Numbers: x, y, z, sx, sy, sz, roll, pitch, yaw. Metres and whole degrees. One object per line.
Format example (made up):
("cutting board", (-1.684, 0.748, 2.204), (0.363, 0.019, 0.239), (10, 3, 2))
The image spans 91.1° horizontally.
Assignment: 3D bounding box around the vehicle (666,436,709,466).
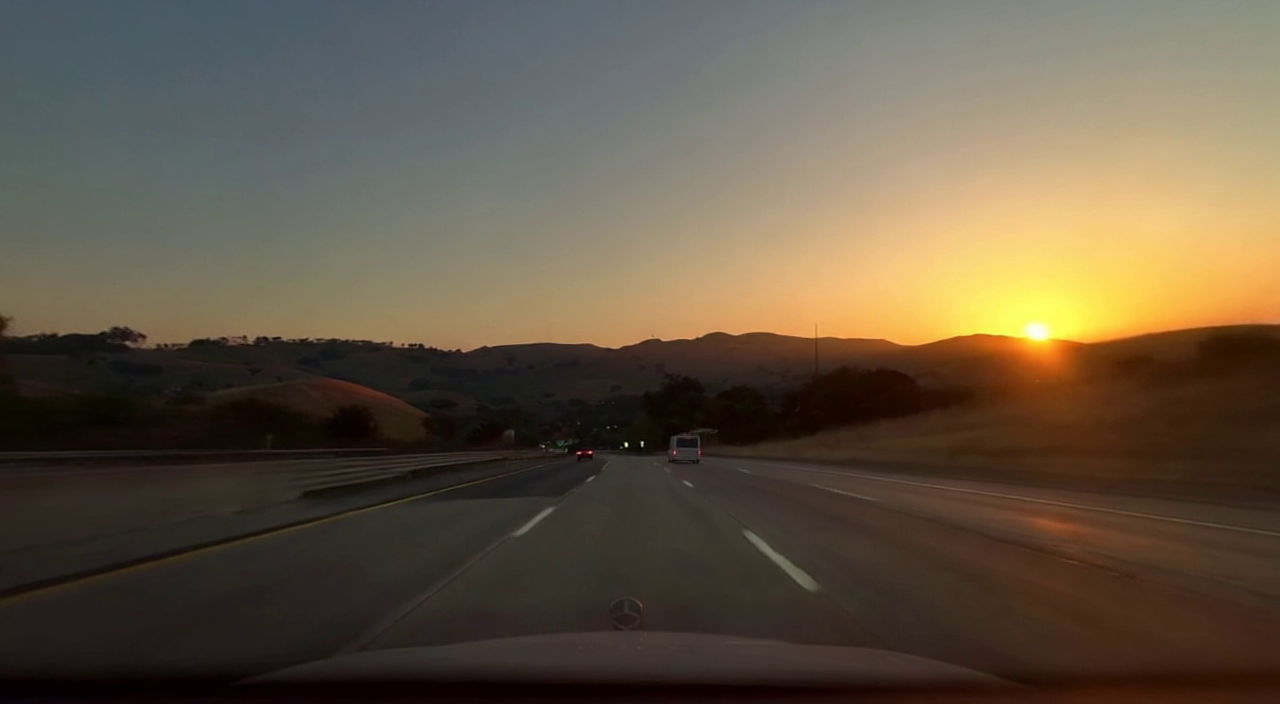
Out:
("vehicle", (3.104, 6.538, 41.775), (2.233, 1.861, 4.494), (1, -8, -3))
